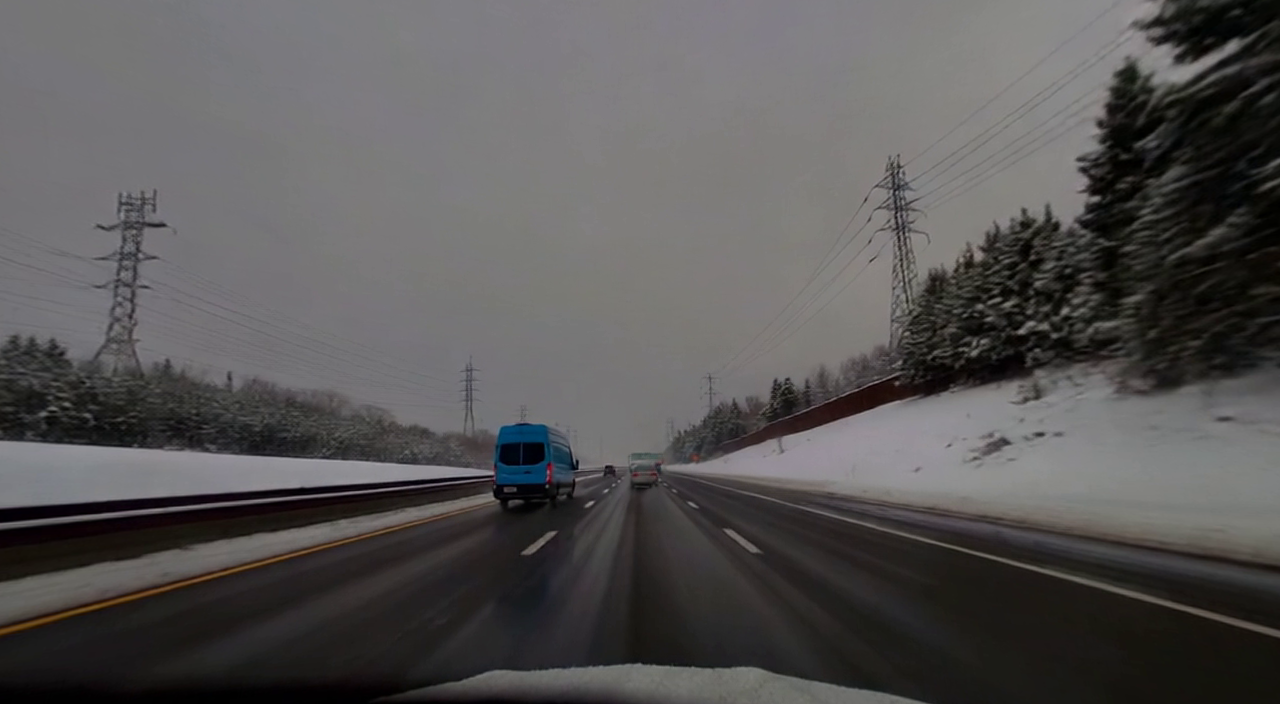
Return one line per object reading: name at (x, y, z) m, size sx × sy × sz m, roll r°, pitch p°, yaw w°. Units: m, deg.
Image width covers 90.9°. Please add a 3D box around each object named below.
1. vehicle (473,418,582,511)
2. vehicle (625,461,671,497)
vehicle at (-3.534, 3.846, 21.467) m, size 2.394 × 2.609 × 6.875 m, roll 1°, pitch -11°, yaw 0°
vehicle at (0.336, 5.916, 29.531) m, size 2.006 × 1.554 × 3.863 m, roll 1°, pitch -11°, yaw 0°
